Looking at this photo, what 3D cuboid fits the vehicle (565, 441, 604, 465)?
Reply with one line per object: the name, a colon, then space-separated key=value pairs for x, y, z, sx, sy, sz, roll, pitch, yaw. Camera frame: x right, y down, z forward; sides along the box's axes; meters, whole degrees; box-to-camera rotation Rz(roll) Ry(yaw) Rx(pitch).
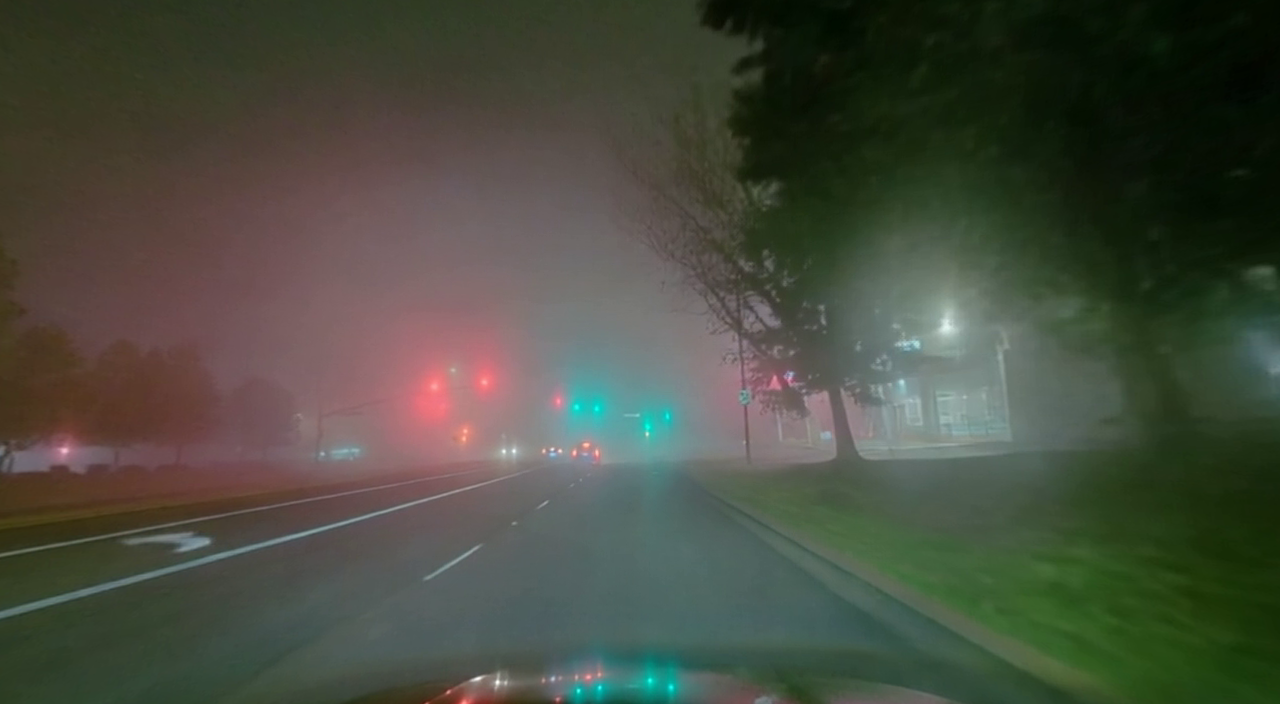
vehicle: x=-3.609 y=6.676 z=41.889 sx=2.054 sy=1.449 sz=4.772 roll=0 pitch=-8 yaw=1
